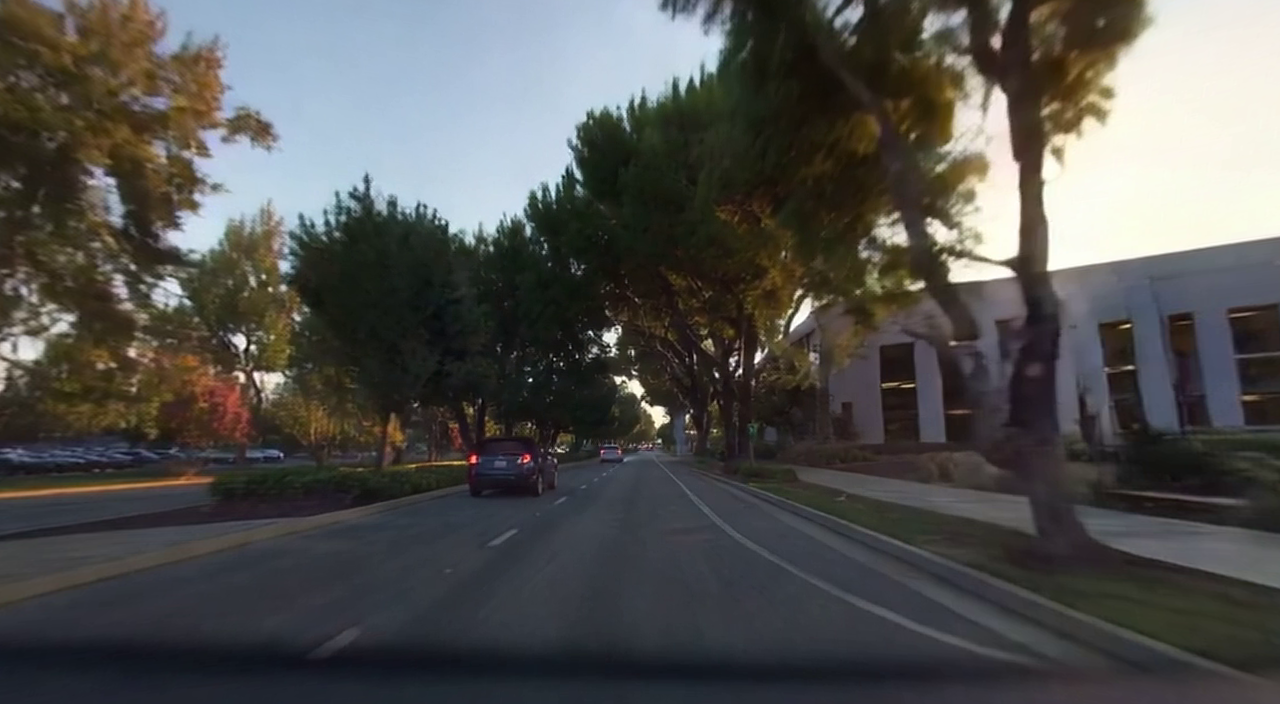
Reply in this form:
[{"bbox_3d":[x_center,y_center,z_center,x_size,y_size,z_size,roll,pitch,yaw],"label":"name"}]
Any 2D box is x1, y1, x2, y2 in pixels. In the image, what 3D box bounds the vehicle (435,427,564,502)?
[{"bbox_3d":[-3.471,2.914,16.743,2.202,1.685,4.772,0,-8,1],"label":"vehicle"}]
